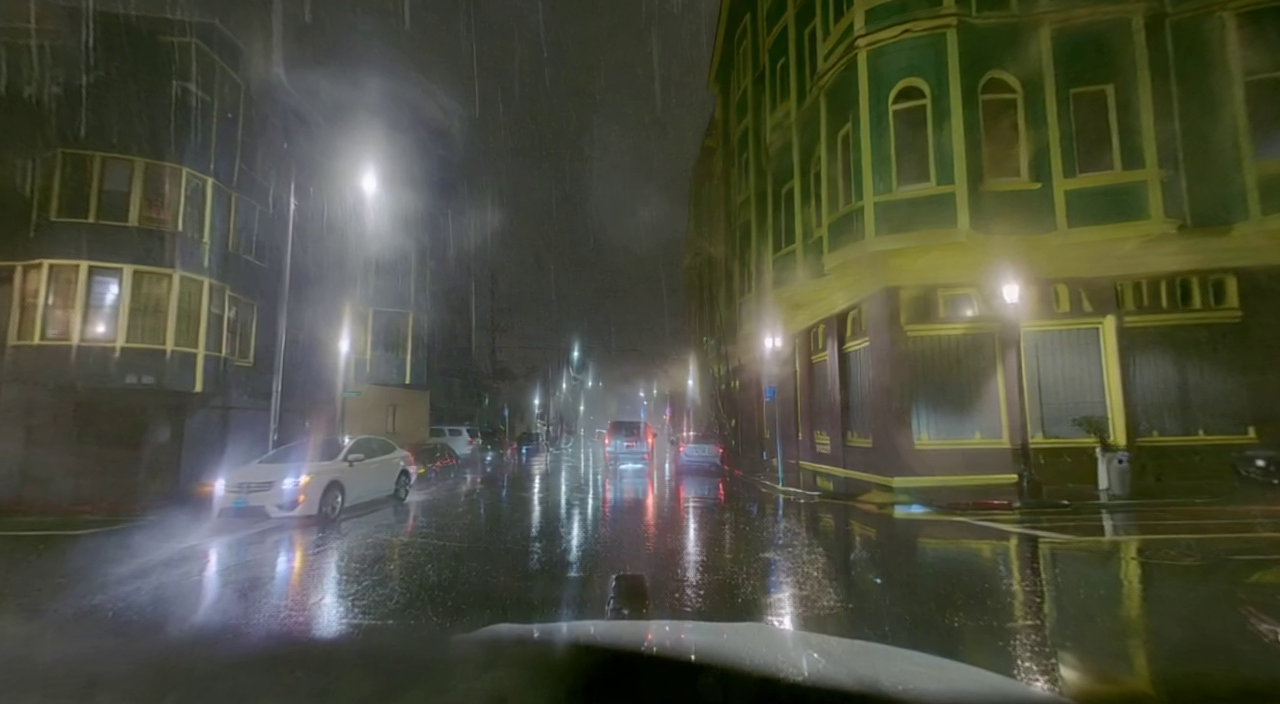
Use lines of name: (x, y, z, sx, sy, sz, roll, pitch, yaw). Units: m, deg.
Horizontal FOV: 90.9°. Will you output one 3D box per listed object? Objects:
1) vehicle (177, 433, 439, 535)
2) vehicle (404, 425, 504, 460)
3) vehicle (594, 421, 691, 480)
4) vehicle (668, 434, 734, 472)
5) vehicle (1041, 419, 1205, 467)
vehicle: (-5.638, 2.301, 11.736, 2.226, 1.465, 5.034, 0, -8, -1)
vehicle: (-11.443, 5.591, 38.871, 5.540, 1.950, 2.113, 4, -12, -28)
vehicle: (-0.063, 3.440, 22.163, 2.412, 1.834, 4.636, 2, -9, -13)
vehicle: (2.476, 4.281, 26.892, 2.290, 1.456, 4.503, 0, -8, -1)
vehicle: (15.317, 2.916, 20.146, 3.752, 1.453, 1.709, 0, -9, 2)
